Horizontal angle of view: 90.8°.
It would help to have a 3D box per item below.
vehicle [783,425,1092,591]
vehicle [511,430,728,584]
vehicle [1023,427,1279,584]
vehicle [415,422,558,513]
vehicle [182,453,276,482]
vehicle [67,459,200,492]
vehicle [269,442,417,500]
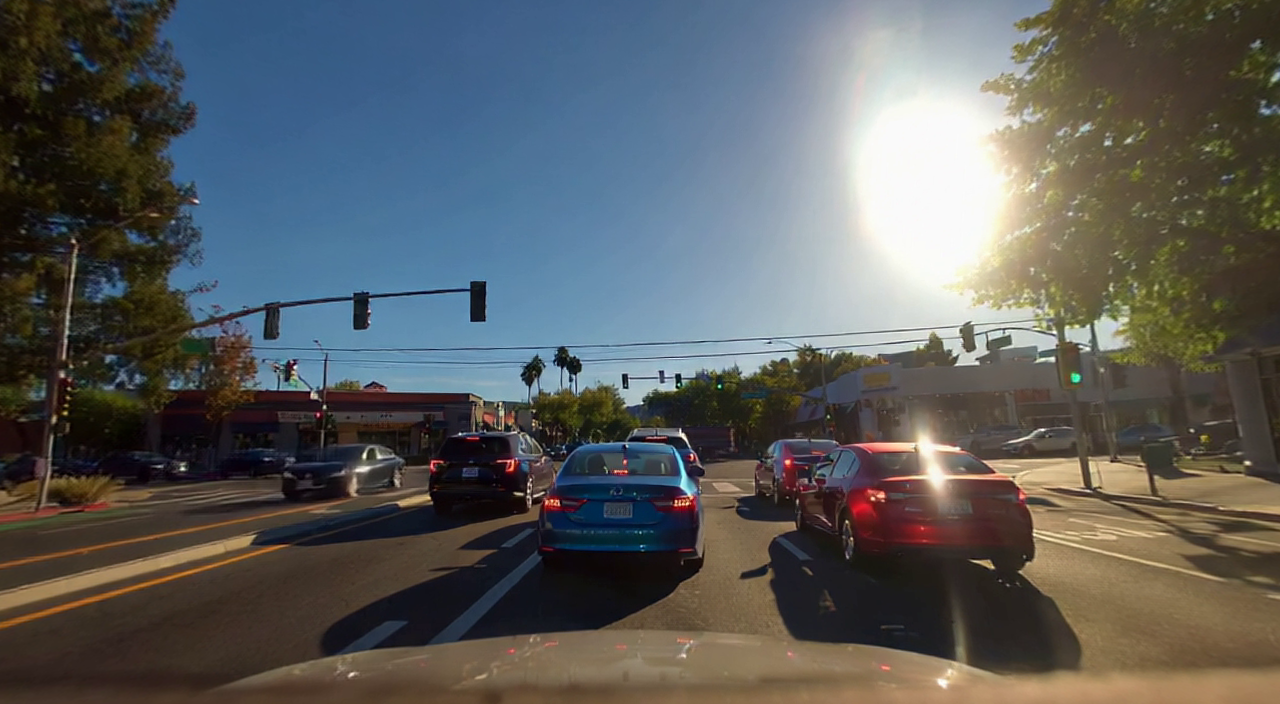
[{"bbox_3d":[3.237,1.757,8.001,2.020,1.513,4.120,0,-8,2],"label":"vehicle"},{"bbox_3d":[-0.177,1.802,8.157,2.098,1.477,3.897,0,-8,1],"label":"vehicle"},{"bbox_3d":[7.198,1.737,7.820,2.004,1.508,4.646,0,-8,0],"label":"vehicle"},{"bbox_3d":[-3.437,2.709,15.387,2.160,1.823,5.115,0,-8,1],"label":"vehicle"},{"bbox_3d":[-24.720,6.972,38.117,4.238,1.671,1.898,2,-9,-10],"label":"vehicle"},{"bbox_3d":[-25.269,6.144,31.738,4.679,1.488,2.052,2,-9,-13],"label":"vehicle"},{"bbox_3d":[-8.505,3.423,18.678,1.966,1.469,4.714,0,-9,2],"label":"vehicle"}]
